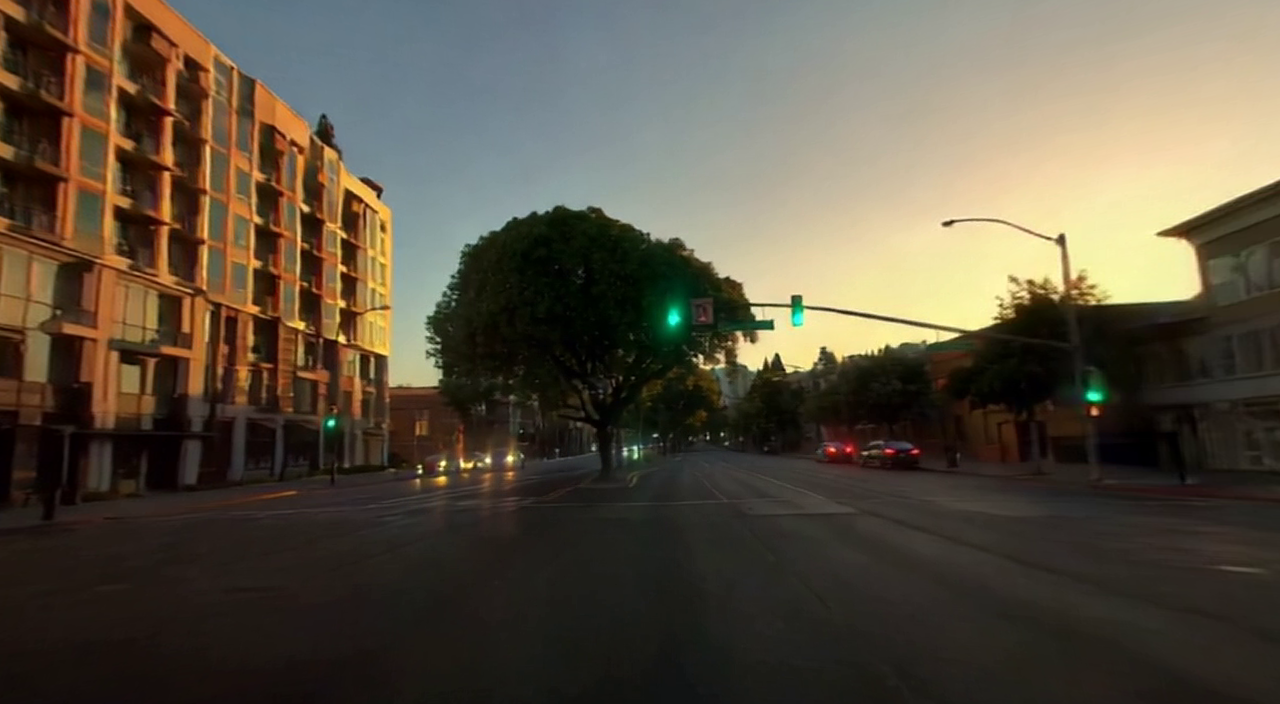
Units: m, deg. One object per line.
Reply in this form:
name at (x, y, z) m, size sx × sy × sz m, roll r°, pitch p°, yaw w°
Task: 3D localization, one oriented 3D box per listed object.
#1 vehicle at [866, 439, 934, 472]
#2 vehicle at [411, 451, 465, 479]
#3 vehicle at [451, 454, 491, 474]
vehicle at (15.644, 6.229, 38.276) m, size 2.181 × 1.876 × 4.723 m, roll 0°, pitch -8°, yaw 2°
vehicle at (-13.637, 7.643, 42.986) m, size 2.075 × 1.708 × 4.335 m, roll -1°, pitch -8°, yaw 3°
vehicle at (-13.206, 8.765, 49.561) m, size 1.719 × 1.440 × 4.201 m, roll -1°, pitch -8°, yaw 3°
